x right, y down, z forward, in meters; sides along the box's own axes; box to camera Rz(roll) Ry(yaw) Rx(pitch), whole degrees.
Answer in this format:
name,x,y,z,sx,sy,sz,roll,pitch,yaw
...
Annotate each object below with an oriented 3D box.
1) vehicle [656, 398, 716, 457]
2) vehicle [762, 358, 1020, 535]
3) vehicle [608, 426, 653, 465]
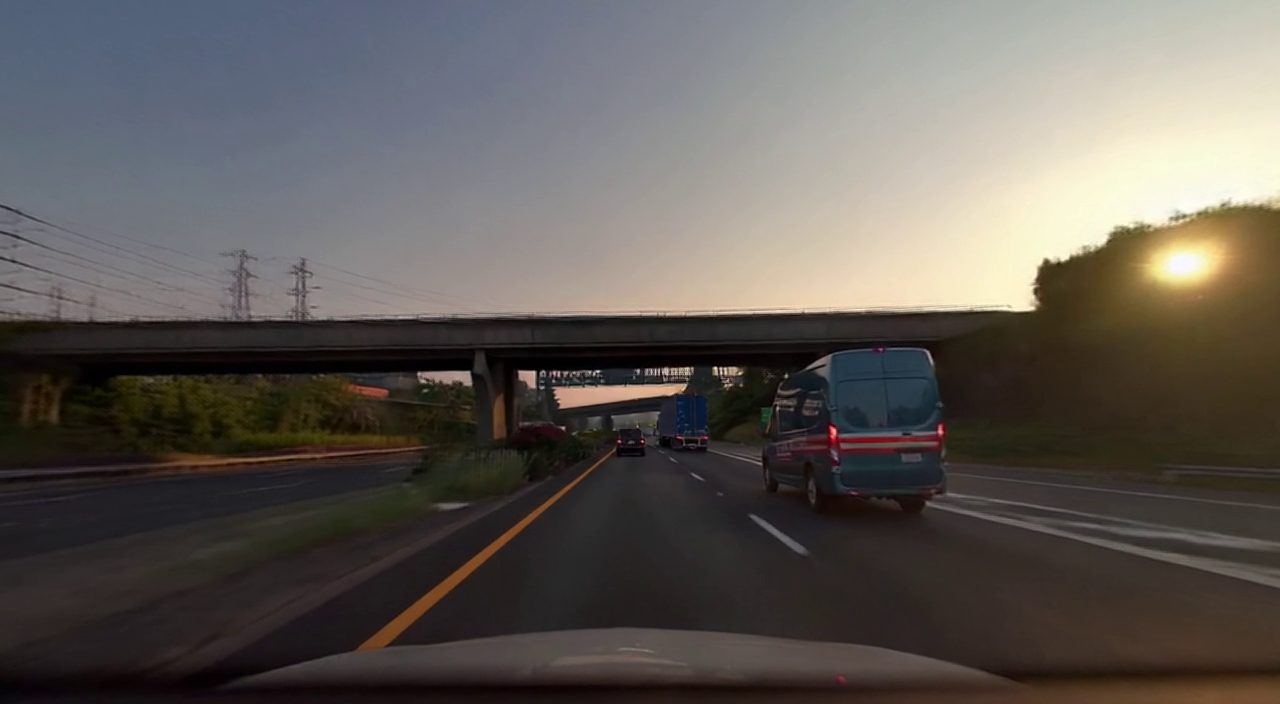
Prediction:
name,x,y,z,sx,sy,sz,roll,pitch,yaw
vehicle,3.180,5.898,48.338,3.096,3.759,15.119,0,-8,-1
vehicle,4.101,1.702,11.736,2.387,2.506,5.374,0,-8,-2
vehicle,-0.484,4.573,30.938,2.073,1.750,4.116,0,-8,-2
